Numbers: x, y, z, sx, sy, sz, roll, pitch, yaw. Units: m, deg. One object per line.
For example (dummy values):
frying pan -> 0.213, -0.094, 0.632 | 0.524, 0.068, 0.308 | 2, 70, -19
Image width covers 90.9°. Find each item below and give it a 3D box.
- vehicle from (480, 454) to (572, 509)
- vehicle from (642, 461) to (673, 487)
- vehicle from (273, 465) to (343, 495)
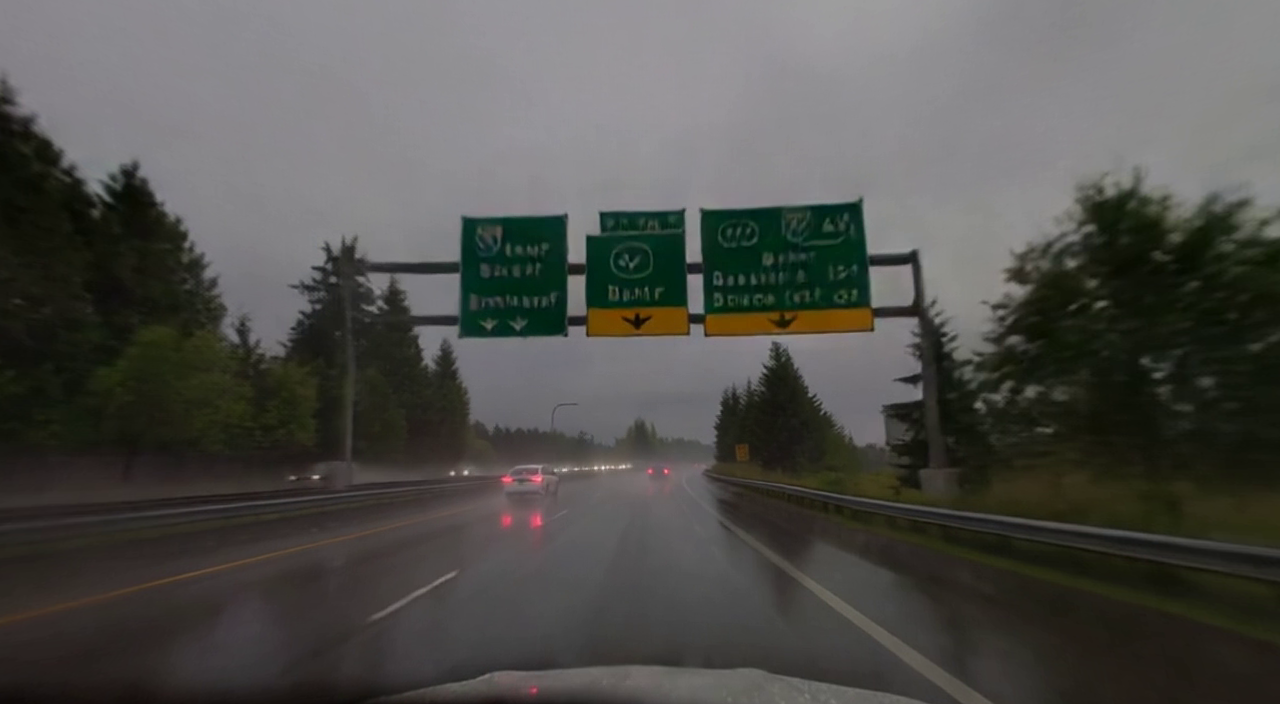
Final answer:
vehicle -> -3.652, 4.293, 21.125 | 2.063, 1.556, 4.740 | 1, -10, 1
vehicle -> 1.202, 8.217, 42.458 | 2.000, 1.594, 3.996 | 1, -10, 2
vehicle -> -17.587, 6.758, 33.520 | 1.660, 1.446, 3.559 | 1, -10, 1
